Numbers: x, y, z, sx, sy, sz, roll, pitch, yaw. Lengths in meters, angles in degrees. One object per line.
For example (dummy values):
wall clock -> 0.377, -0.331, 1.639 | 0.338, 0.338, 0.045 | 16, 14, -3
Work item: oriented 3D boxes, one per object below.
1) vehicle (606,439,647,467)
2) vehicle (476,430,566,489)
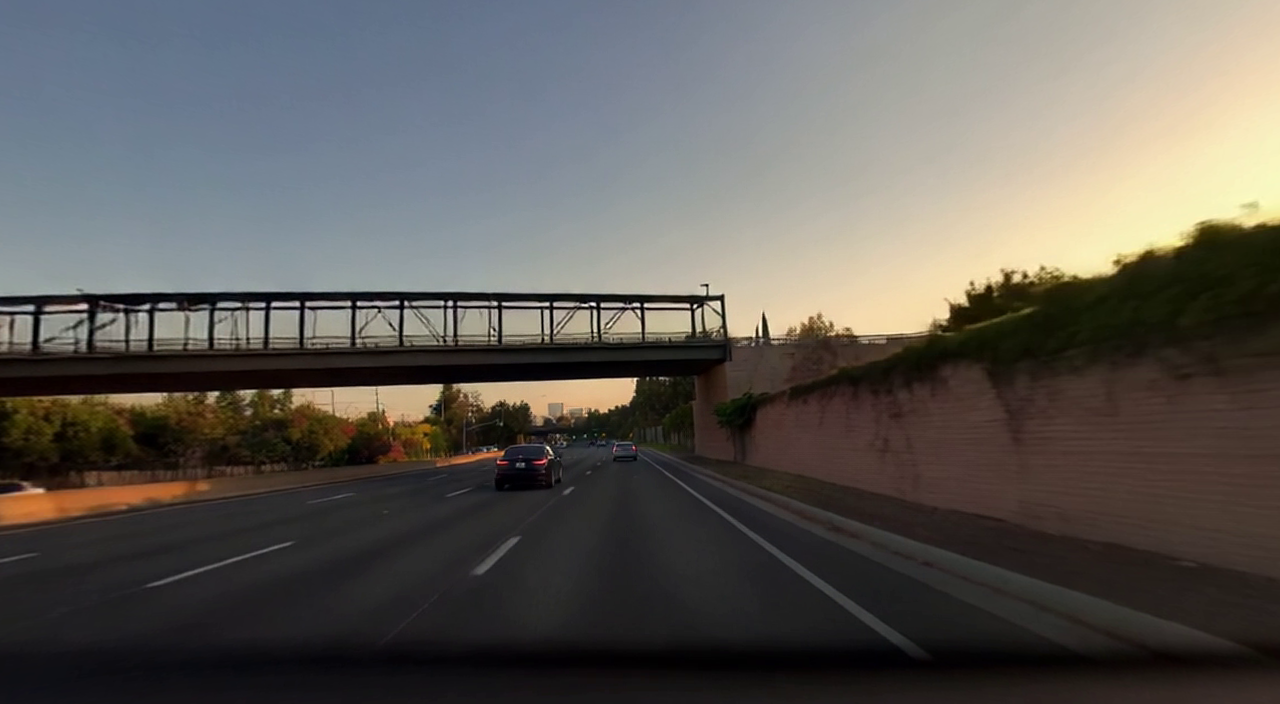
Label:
vehicle -> -0.818, 5.708, 35.860 | 2.205, 1.509, 4.272 | 0, -8, -3
vehicle -> -3.869, 3.580, 21.391 | 2.223, 1.771, 4.581 | 0, -8, -1
